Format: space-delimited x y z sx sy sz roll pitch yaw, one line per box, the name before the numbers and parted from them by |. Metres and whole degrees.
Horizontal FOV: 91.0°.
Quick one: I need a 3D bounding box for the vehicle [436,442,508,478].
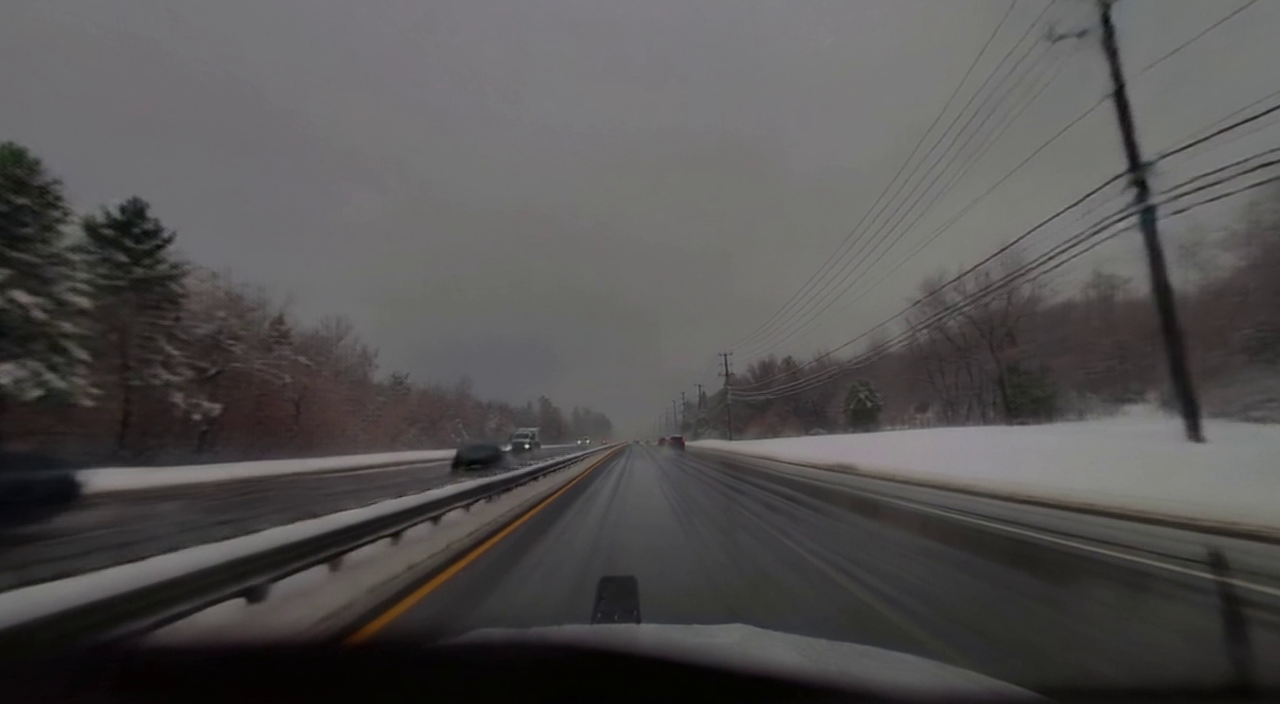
vehicle | -7.705 4.965 29.355 2.037 1.484 4.694 -1 -8 0
